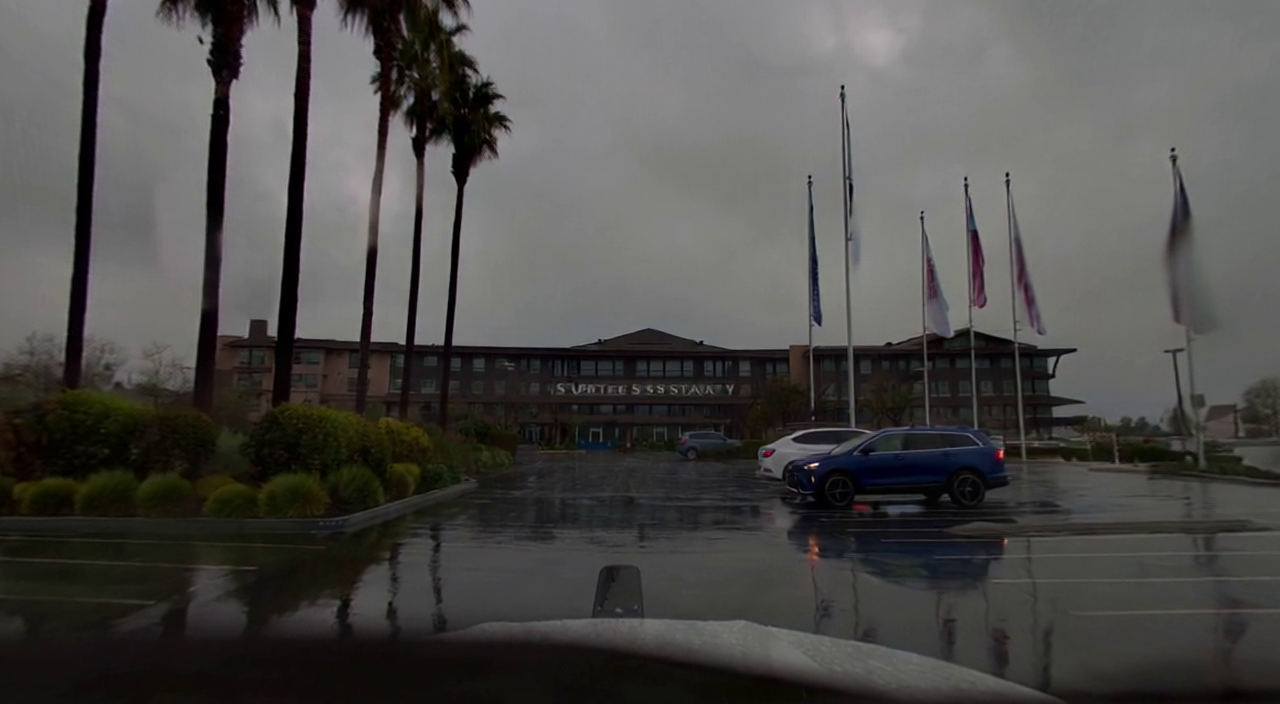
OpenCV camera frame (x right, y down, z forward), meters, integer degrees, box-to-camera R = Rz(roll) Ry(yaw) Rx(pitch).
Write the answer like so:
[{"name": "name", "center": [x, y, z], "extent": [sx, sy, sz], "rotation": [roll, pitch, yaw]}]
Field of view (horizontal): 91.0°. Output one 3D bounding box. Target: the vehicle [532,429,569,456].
[{"name": "vehicle", "center": [-6.498, 6.685, 46.217], "extent": [1.943, 1.890, 4.472], "rotation": [0, -9, 2]}]

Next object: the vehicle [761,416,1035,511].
[{"name": "vehicle", "center": [4.893, 2.181, 12.503], "extent": [4.567, 1.723, 1.926], "rotation": [0, -8, 0]}]
